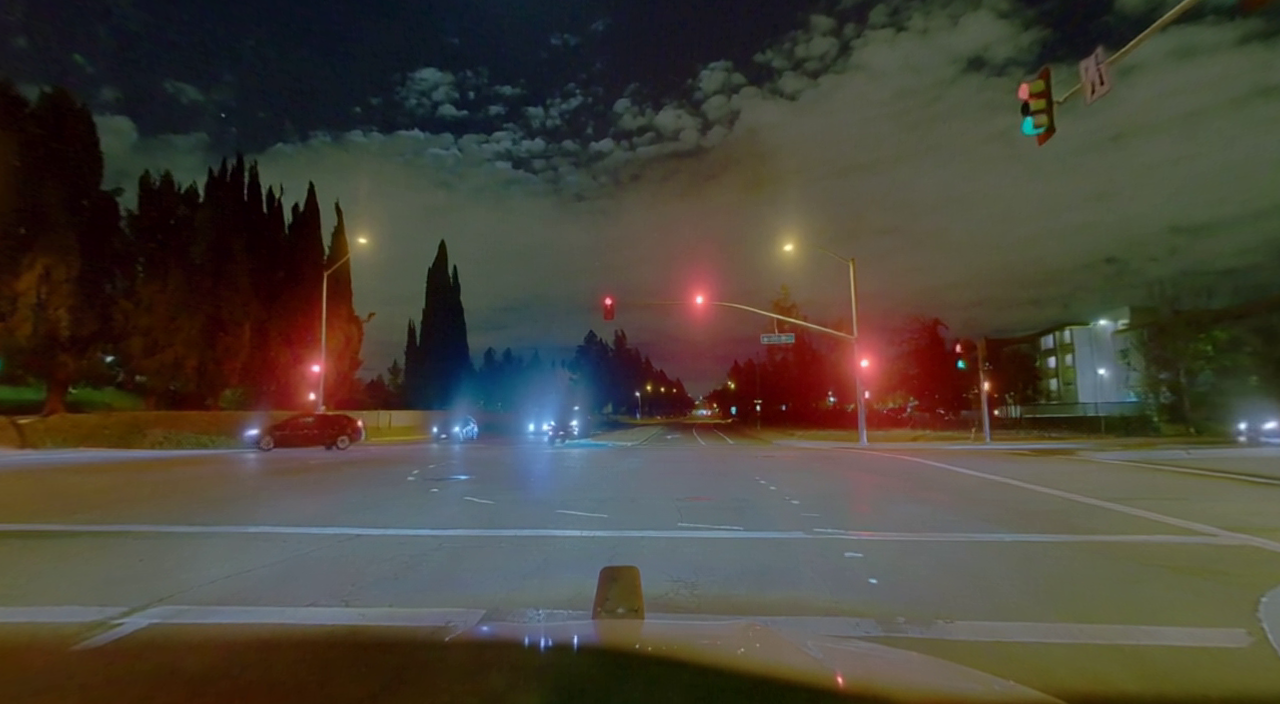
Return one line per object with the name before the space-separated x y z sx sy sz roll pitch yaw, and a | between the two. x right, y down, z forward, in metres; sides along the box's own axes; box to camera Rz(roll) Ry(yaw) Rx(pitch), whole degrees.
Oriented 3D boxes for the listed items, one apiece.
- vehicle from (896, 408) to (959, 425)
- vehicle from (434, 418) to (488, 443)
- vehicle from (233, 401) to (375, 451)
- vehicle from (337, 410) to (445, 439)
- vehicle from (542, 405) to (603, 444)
vehicle | 22.002 4.938 48.440 3.933 1.219 1.700 -1 -9 3
vehicle | -11.315 5.032 40.213 1.899 1.510 4.294 -1 -8 4
vehicle | -14.108 3.232 26.938 2.340 1.902 4.920 -3 -9 20
vehicle | -17.131 5.094 43.762 6.496 1.847 2.164 8 -11 -42
vehicle | -3.484 3.987 33.896 2.306 1.907 5.382 -1 -9 4
